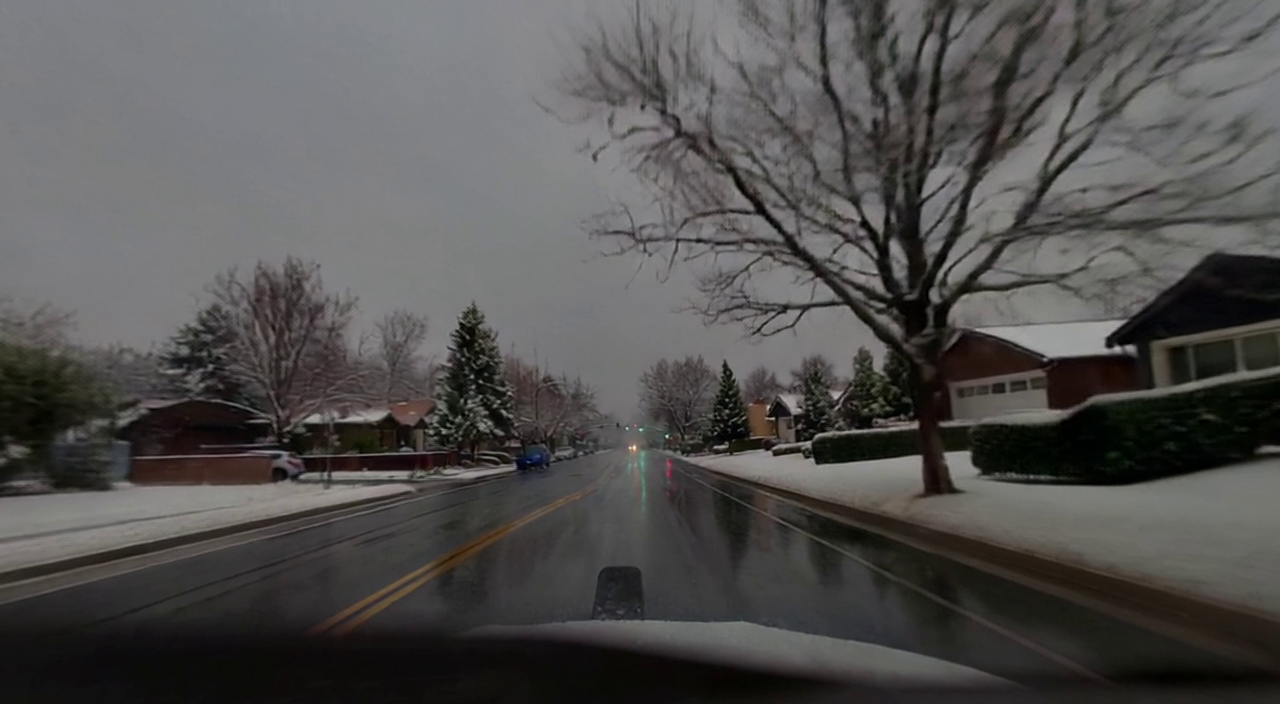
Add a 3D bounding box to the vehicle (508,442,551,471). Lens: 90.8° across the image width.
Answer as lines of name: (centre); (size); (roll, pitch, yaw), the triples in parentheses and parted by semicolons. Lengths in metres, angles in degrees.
vehicle: (-7.391, 7.046, 42.783); (2.209, 1.807, 4.432); (-2, -8, -1)
